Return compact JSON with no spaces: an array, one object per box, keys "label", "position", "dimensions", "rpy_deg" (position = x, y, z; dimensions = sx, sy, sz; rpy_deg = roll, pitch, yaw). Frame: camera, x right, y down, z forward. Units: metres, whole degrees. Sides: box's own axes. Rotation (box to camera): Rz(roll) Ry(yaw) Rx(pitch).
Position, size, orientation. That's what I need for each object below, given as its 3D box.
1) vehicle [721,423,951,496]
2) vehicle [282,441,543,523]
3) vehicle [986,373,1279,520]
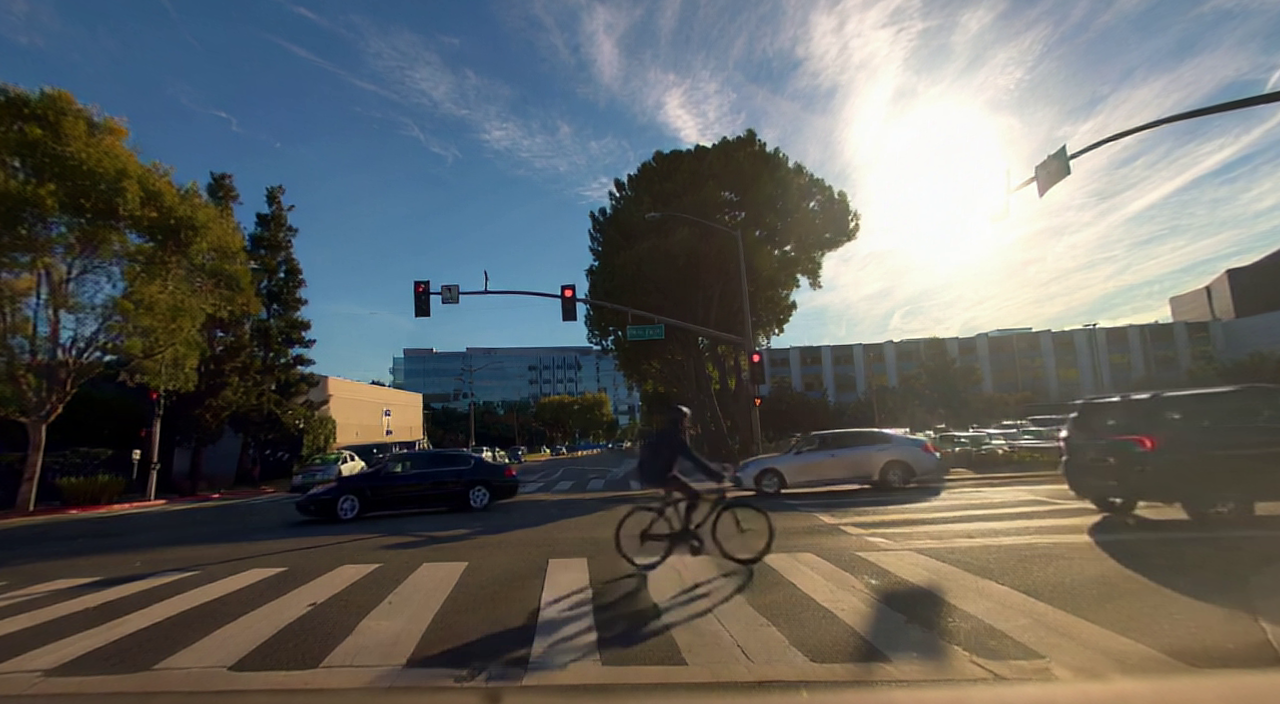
[{"label":"vehicle","position":[4.019,2.340,13.677],"dimensions":[4.385,1.419,1.855],"rpy_deg":[-1,-10,4]},{"label":"vehicle","position":[-4.374,2.521,12.662],"dimensions":[4.533,1.419,1.755],"rpy_deg":[3,-9,-18]},{"label":"vehicle","position":[8.351,1.327,9.296],"dimensions":[5.122,1.781,2.098],"rpy_deg":[-4,-9,4]}]
